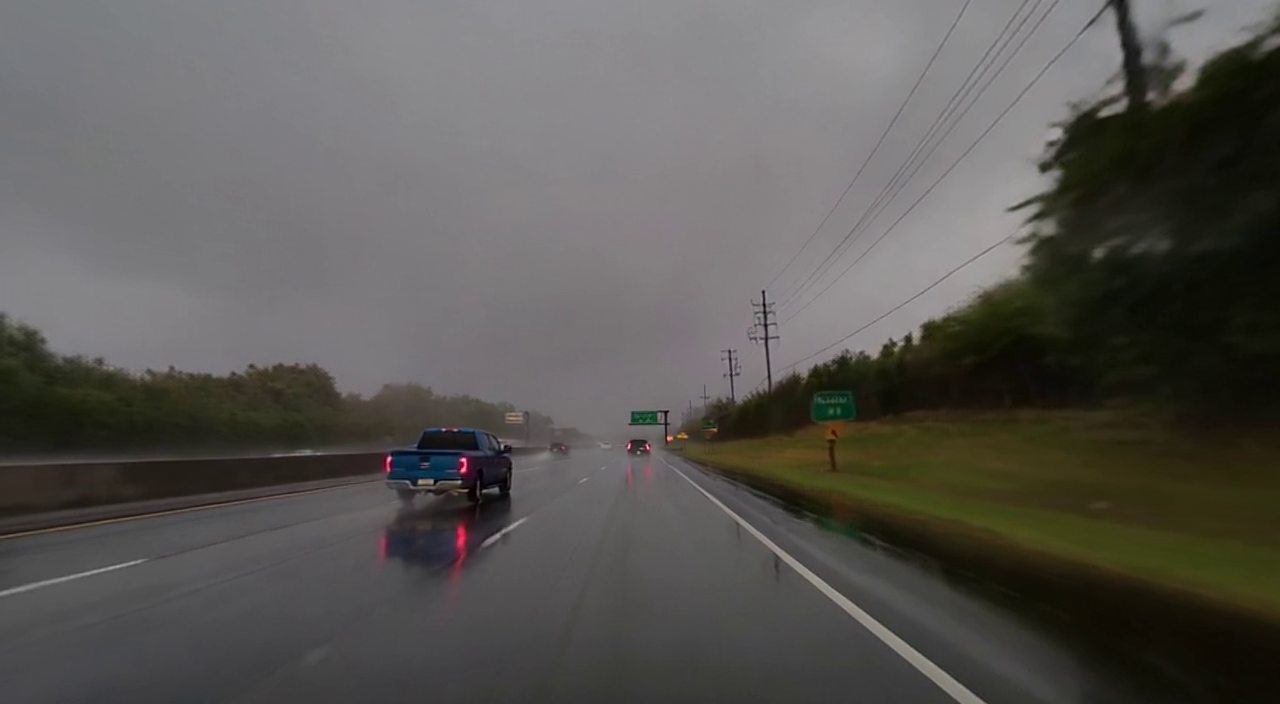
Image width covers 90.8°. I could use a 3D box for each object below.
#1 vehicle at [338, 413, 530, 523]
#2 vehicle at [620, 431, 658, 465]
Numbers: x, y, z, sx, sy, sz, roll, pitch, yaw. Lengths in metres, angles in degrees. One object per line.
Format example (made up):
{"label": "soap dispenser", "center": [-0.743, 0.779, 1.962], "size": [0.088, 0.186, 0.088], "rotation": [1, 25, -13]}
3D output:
{"label": "vehicle", "center": [-3.870, 2.307, 13.110], "size": [2.204, 1.812, 5.289], "rotation": [0, -8, 0]}
{"label": "vehicle", "center": [-0.120, 6.325, 41.673], "size": [2.358, 2.144, 4.713], "rotation": [0, -8, -1]}
